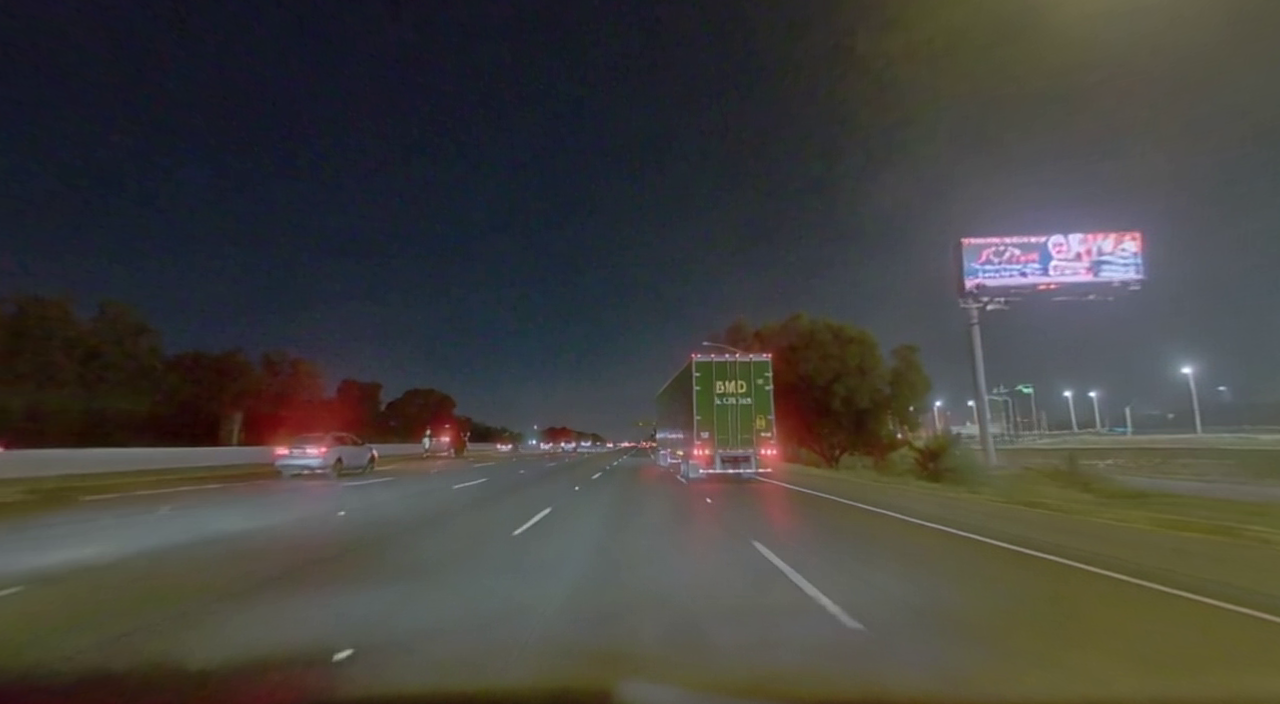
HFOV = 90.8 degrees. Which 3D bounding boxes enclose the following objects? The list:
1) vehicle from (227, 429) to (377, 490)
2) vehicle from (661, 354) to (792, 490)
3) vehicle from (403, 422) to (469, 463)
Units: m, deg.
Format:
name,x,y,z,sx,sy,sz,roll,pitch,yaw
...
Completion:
name,x,y,z,sx,sy,sz,roll,pitch,yaw
vehicle,-10.458,3.358,20.082,2.045,1.697,4.844,0,-8,0
vehicle,2.764,3.107,25.990,2.891,3.944,15.051,0,-8,-2
vehicle,-13.690,6.145,42.870,2.307,2.571,6.260,0,-8,1
